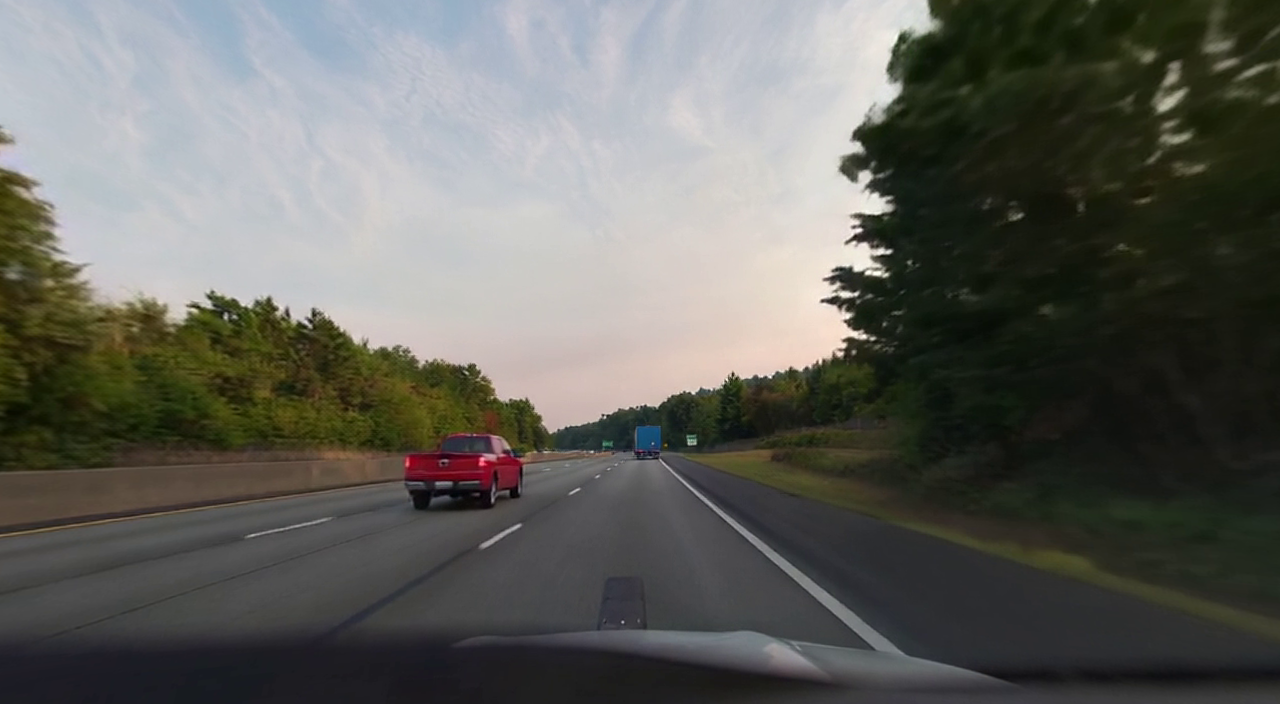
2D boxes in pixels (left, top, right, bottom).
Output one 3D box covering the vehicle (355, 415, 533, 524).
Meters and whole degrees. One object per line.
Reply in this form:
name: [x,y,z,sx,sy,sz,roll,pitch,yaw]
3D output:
vehicle: [-3.898,2.483,13.764,2.124,1.888,5.226,-1,-9,1]
